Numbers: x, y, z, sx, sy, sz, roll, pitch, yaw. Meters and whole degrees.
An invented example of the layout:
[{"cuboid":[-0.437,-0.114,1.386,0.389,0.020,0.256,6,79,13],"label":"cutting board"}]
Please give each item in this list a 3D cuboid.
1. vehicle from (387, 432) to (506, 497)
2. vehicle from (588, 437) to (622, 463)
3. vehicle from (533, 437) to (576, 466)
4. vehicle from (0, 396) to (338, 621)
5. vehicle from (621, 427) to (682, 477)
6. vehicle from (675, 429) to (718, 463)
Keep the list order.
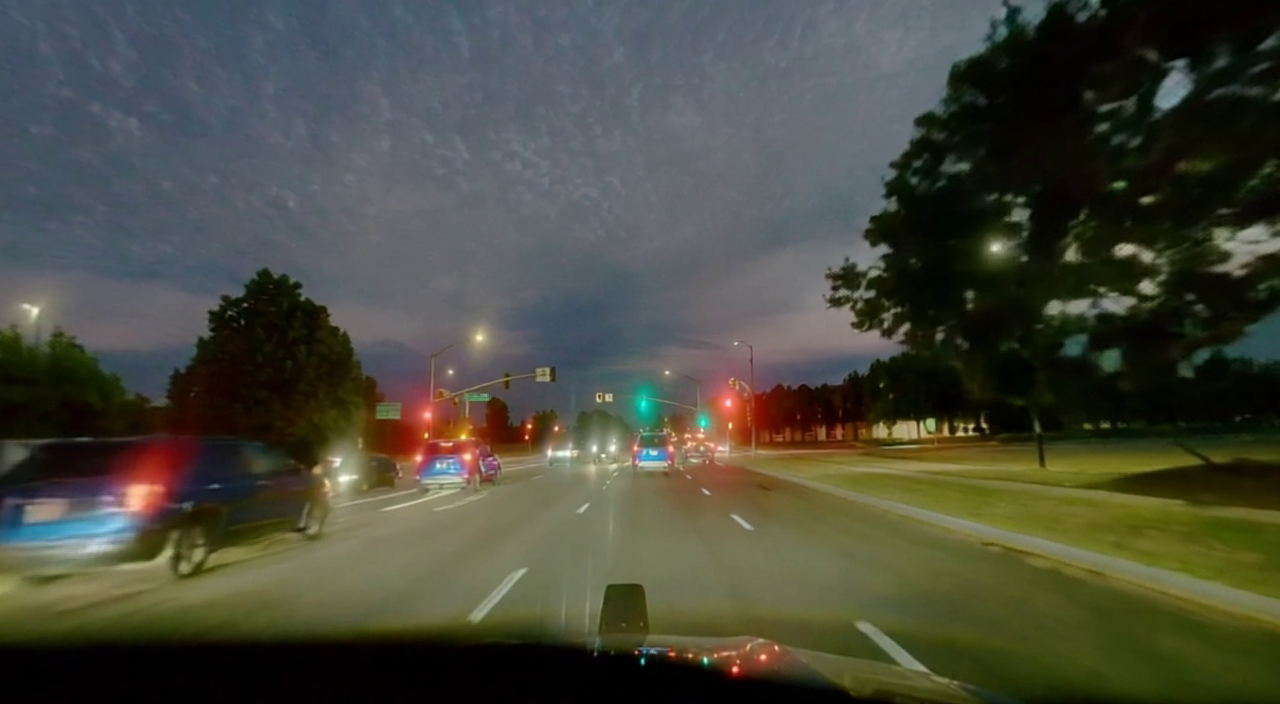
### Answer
[{"cuboid":[-5.511,3.263,18.675,2.052,1.664,4.476,0,-9,1],"label":"vehicle"},{"cuboid":[-2.303,6.648,42.948,2.058,1.659,4.514,0,-8,0],"label":"vehicle"},{"cuboid":[-5.285,6.237,39.464,2.108,1.689,4.316,0,-8,0],"label":"vehicle"},{"cuboid":[-5.445,1.513,7.029,2.193,1.687,4.507,0,-9,-5],"label":"vehicle"},{"cuboid":[0.442,3.991,25.262,2.235,1.778,4.178,0,-8,1],"label":"vehicle"},{"cuboid":[3.666,6.255,42.047,2.338,2.063,5.672,0,-9,0],"label":"vehicle"}]
